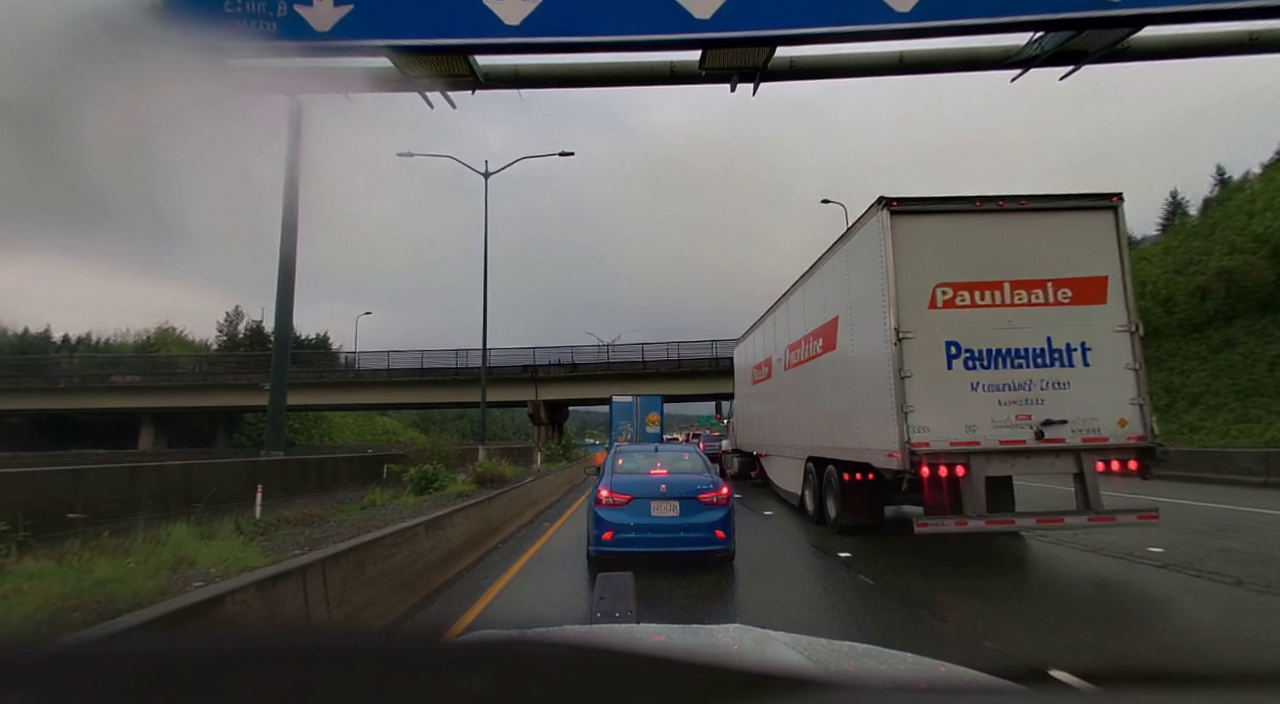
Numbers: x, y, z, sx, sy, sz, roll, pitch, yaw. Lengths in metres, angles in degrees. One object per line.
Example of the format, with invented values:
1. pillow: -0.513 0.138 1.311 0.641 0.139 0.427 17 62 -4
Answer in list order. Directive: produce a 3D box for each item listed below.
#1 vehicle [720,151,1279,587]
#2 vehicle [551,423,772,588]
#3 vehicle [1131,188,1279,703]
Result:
1. vehicle: 4.195 1.055 12.962 2.827 4.081 14.305 0 -8 -1
2. vehicle: 0.185 1.687 7.716 2.045 1.490 3.597 -1 -8 0
3. vehicle: 4.733 0.129 0.637 2.892 2.615 6.650 0 -8 -2
